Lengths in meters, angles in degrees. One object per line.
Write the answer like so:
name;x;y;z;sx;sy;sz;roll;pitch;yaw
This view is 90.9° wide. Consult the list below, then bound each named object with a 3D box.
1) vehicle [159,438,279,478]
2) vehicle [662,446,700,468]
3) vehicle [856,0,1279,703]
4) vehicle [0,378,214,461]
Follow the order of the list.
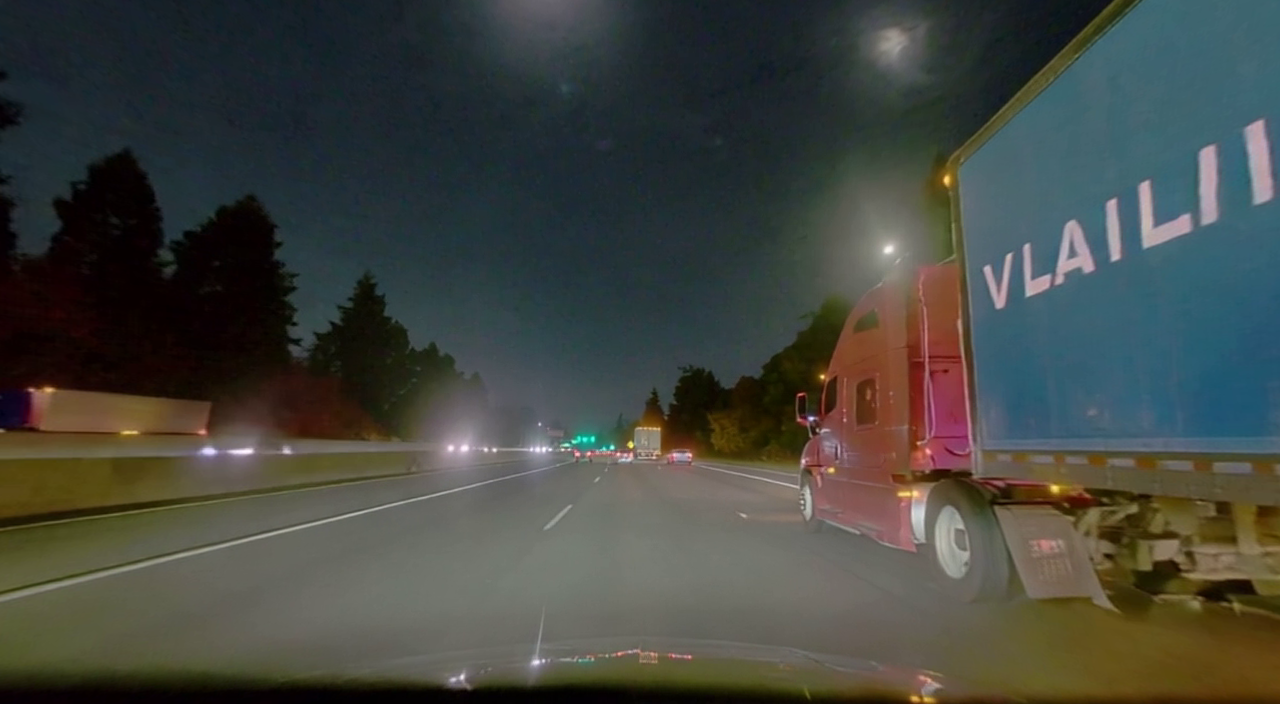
vehicle;-16.522;4.186;25.011;1.869;1.442;4.226;0;-9;-1
vehicle;3.039;7.927;47.632;2.246;1.583;4.813;0;-9;-3
vehicle;4.083;-0.578;0.174;2.847;4.075;14.244;0;-9;-1
vehicle;-33.329;4.382;38.578;3.123;4.095;15.376;3;-9;3
